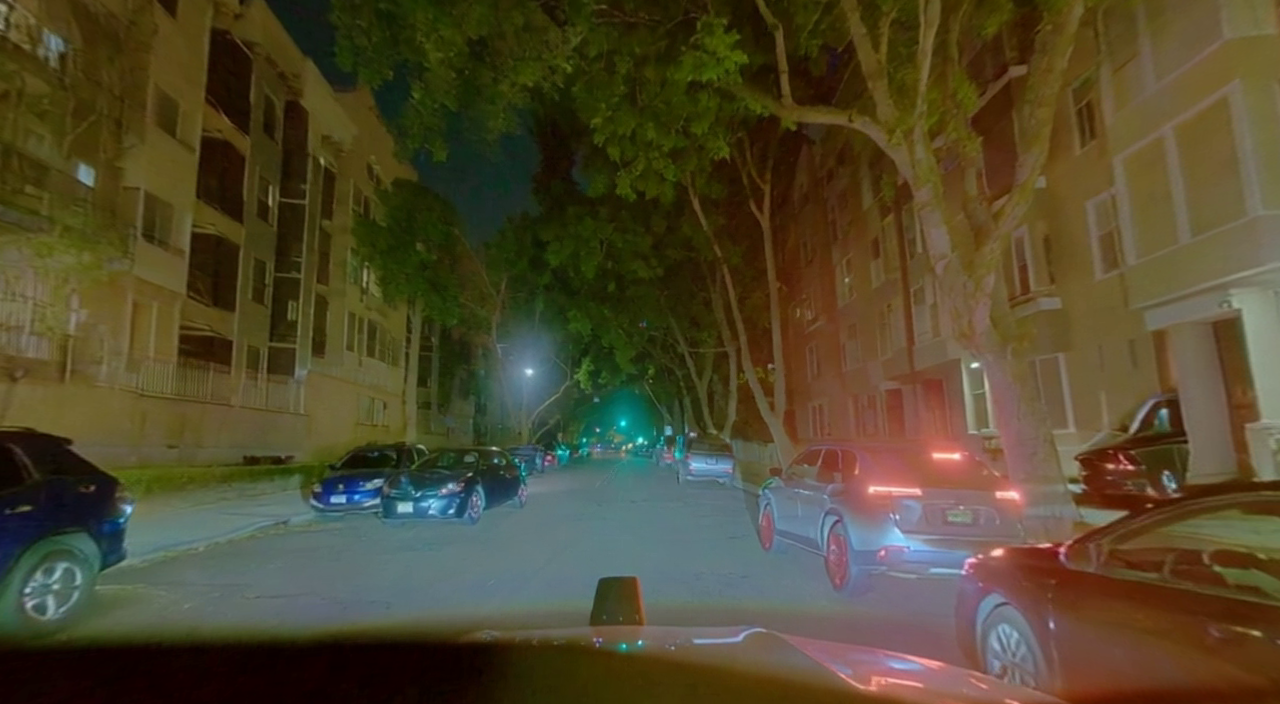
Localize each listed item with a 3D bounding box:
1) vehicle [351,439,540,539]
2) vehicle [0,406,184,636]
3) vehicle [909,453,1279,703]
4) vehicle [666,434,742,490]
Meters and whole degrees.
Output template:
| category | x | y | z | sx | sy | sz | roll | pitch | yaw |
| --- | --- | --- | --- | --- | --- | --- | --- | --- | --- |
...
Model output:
| category | x | y | z | sx | sy | sz | roll | pitch | yaw |
| --- | --- | --- | --- | --- | --- | --- | --- | --- | --- |
| vehicle | -3.364 | 2.437 | 12.011 | 1.966 | 1.515 | 4.394 | -1 | -8 | 3 |
| vehicle | -6.429 | 1.337 | 4.317 | 2.308 | 1.877 | 6.060 | -4 | -8 | -2 |
| vehicle | 2.488 | 0.940 | 1.487 | 1.720 | 1.333 | 4.233 | 0 | -8 | -2 |
| vehicle | 1.991 | 3.587 | 20.946 | 1.878 | 1.664 | 4.033 | 0 | -8 | -3 |
